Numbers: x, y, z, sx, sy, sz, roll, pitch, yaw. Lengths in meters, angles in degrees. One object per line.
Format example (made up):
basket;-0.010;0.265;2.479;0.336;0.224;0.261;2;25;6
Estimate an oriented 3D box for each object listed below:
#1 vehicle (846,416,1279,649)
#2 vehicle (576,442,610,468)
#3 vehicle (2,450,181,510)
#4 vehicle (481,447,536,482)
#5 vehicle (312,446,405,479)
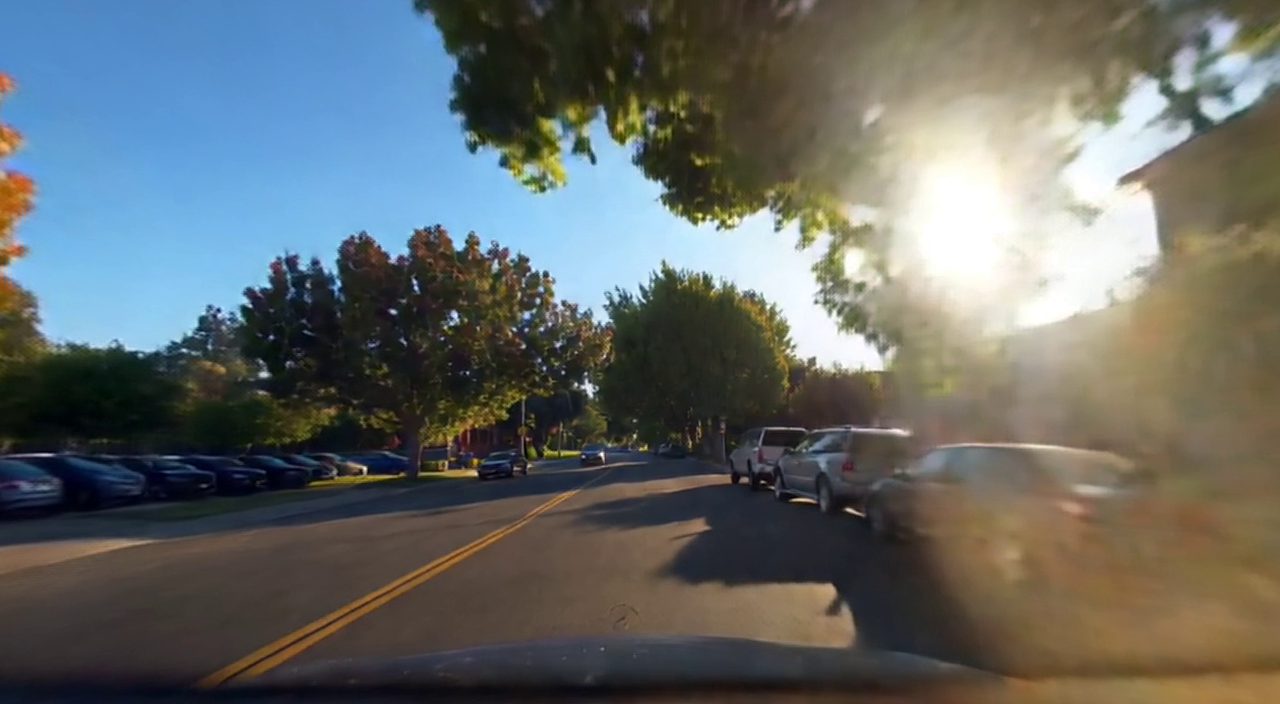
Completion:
vehicle;4.157;1.599;6.926;1.952;1.538;5.215;0;-8;-1
vehicle;-3.342;7.423;45.698;2.088;1.772;4.375;-1;-8;1
vehicle;-15.524;3.561;17.916;4.179;1.489;1.901;-3;-9;20
vehicle;-6.750;5.798;32.892;1.928;1.537;4.439;-4;-8;-1
vehicle;-15.248;5.948;34.208;4.696;1.681;1.905;-4;-9;25
